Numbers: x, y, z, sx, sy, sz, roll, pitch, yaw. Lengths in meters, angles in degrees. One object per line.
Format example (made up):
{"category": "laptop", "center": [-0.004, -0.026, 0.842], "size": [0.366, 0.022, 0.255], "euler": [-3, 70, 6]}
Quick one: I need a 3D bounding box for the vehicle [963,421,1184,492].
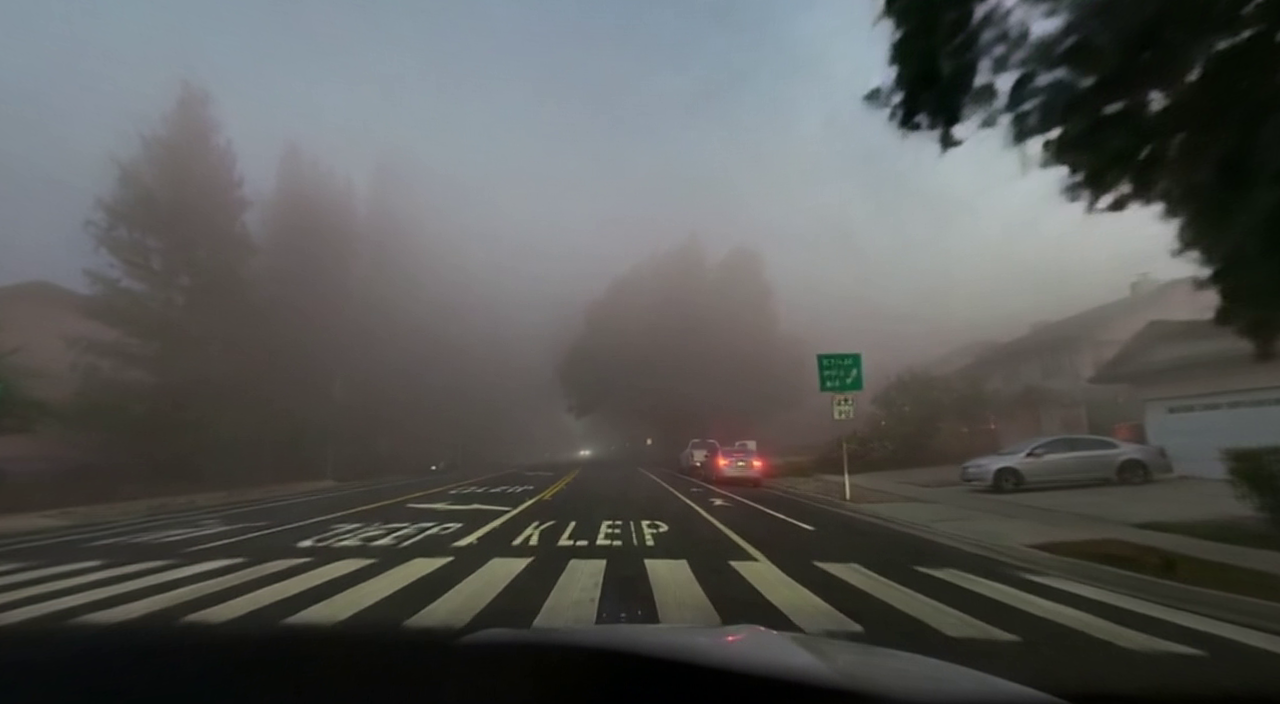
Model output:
{"category": "vehicle", "center": [11.282, 2.736, 16.729], "size": [4.492, 1.619, 1.849], "euler": [-6, -11, 36]}

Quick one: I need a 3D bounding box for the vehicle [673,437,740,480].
{"category": "vehicle", "center": [3.095, 5.159, 30.917], "size": [2.293, 1.858, 5.868], "euler": [1, -9, -3]}

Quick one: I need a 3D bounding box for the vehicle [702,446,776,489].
{"category": "vehicle", "center": [3.673, 4.383, 24.283], "size": [1.919, 1.474, 4.370], "euler": [1, -9, -3]}
